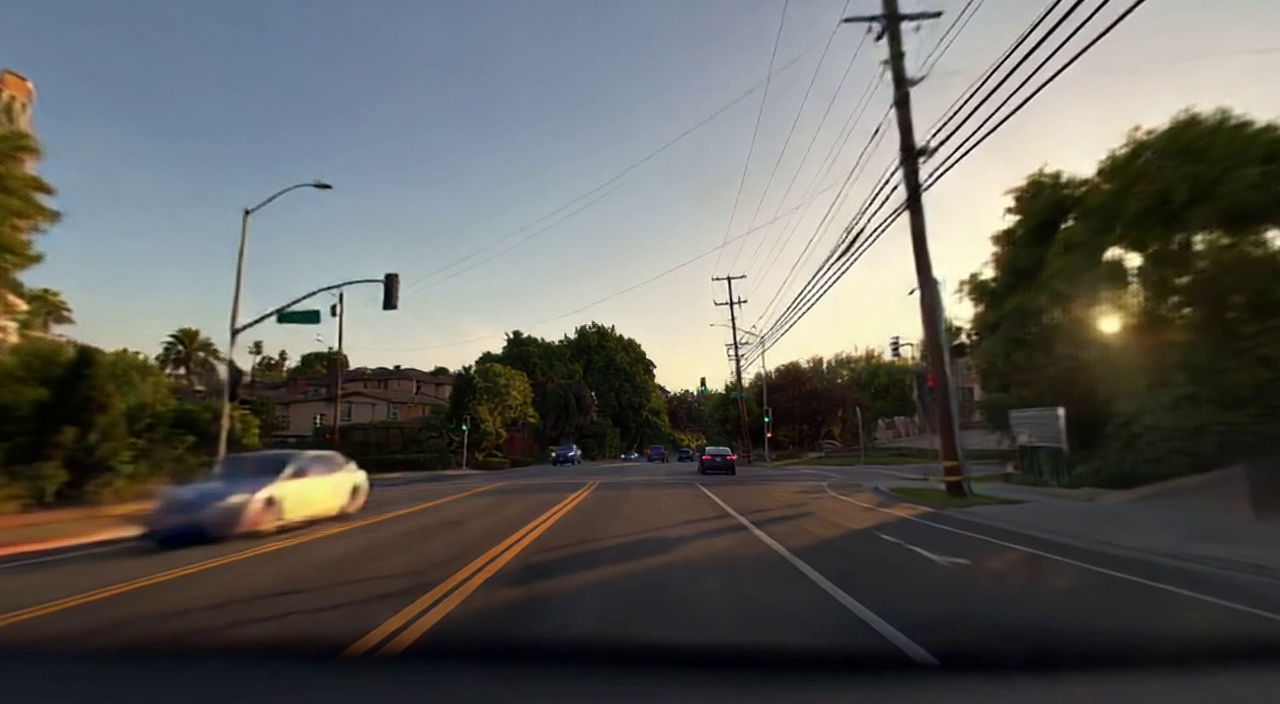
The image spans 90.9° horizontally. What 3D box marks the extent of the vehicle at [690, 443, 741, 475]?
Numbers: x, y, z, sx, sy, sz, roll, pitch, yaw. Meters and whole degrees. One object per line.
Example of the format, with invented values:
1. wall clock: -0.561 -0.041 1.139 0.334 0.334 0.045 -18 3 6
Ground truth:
1. vehicle: 3.708 5.310 31.638 1.951 1.479 4.487 0 -8 0

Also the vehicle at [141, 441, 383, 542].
1. vehicle: -7.263 2.671 12.853 2.126 1.645 4.493 0 -8 0
